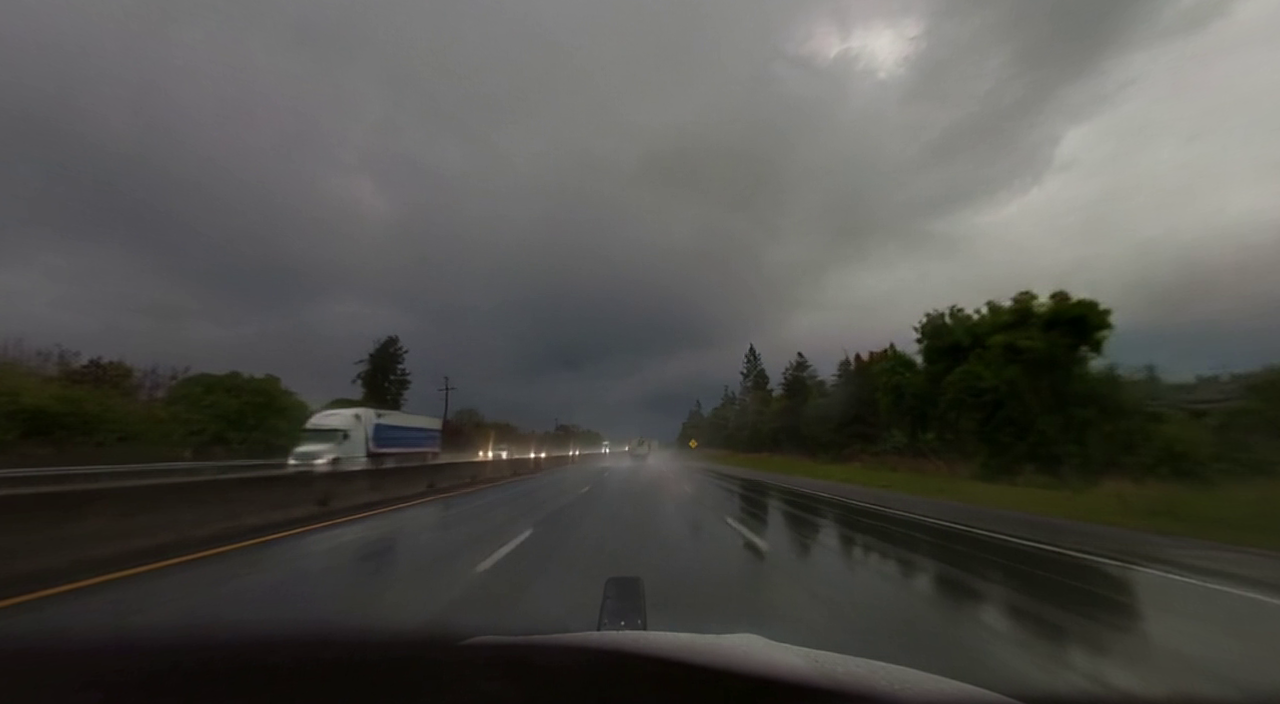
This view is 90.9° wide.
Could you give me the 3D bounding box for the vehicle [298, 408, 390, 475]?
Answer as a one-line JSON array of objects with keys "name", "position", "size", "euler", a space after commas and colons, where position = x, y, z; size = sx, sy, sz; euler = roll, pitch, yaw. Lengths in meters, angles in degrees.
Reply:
[{"name": "vehicle", "position": [-19.009, 5.826, 40.950], "size": [2.979, 4.014, 5.841], "euler": [0, -9, 1]}]
